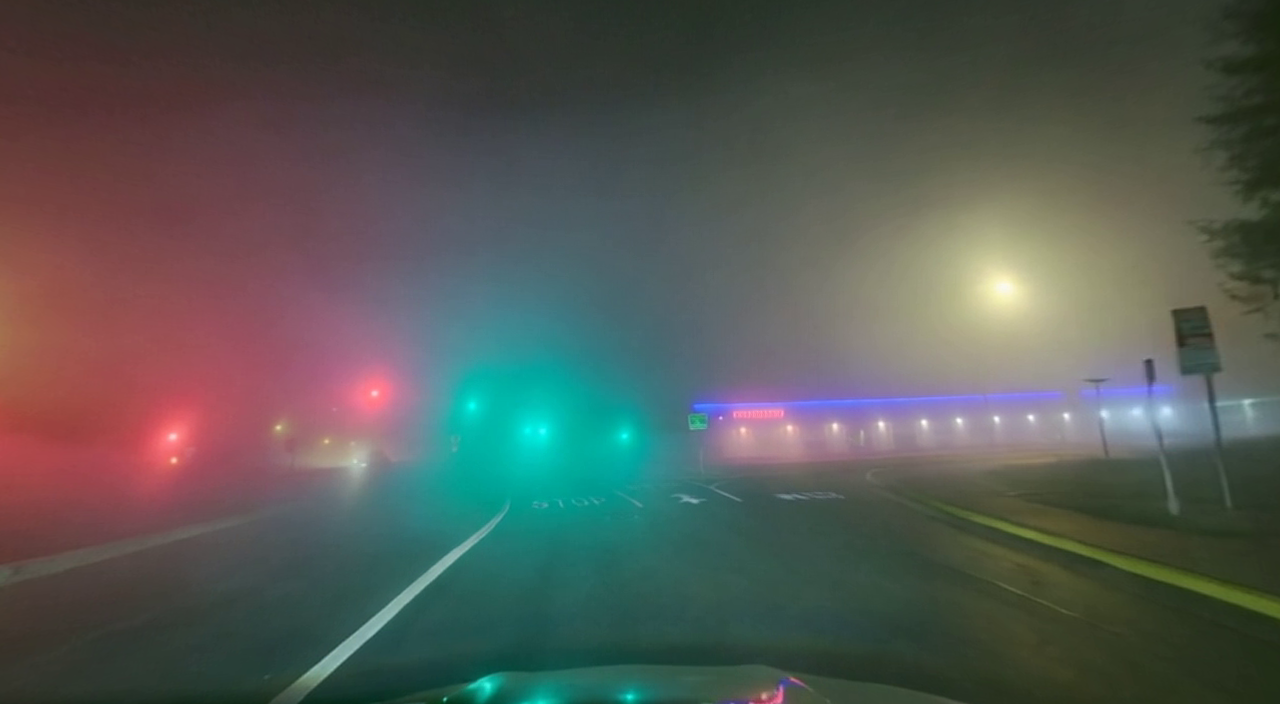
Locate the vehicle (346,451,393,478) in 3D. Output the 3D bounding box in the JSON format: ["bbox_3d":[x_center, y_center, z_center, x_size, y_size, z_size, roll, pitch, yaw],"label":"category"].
[{"bbox_3d":[-20.889,8.642,48.564,2.336,1.923,5.570,6,-11,-32],"label":"vehicle"}]
